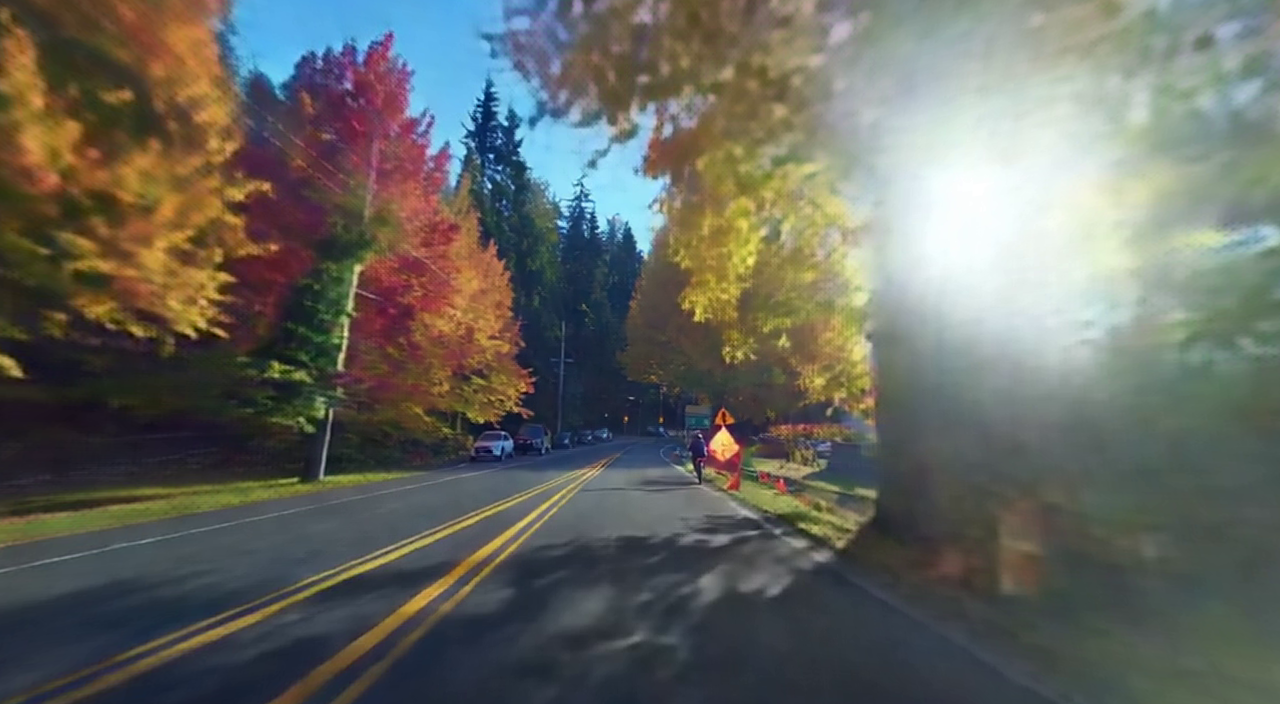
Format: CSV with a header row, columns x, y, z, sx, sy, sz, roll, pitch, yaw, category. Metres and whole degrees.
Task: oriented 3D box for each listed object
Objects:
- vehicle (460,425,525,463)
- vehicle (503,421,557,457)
x,y,z,sx,sy,sz,roll,pitch,yaw,category
-7.686,4.837,33.360,1.991,1.759,4.443,-3,-8,5,vehicle
-7.090,5.688,41.231,2.312,2.075,5.748,-3,-9,2,vehicle
